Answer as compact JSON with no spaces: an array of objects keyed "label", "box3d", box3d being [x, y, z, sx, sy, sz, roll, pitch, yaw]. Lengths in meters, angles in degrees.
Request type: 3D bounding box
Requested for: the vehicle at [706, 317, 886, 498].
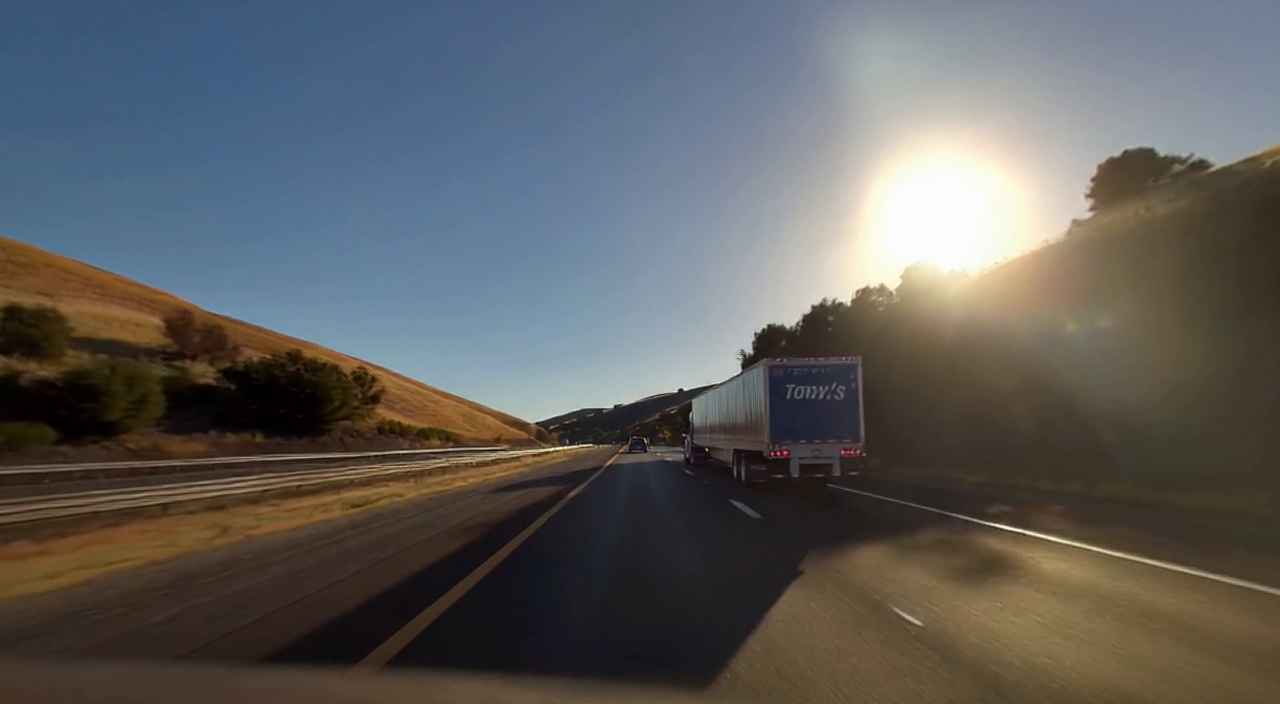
[{"label":"vehicle","box3d":[4.218,1.979,19.920,3.039,4.342,9.556,0,-8,-1]}]
